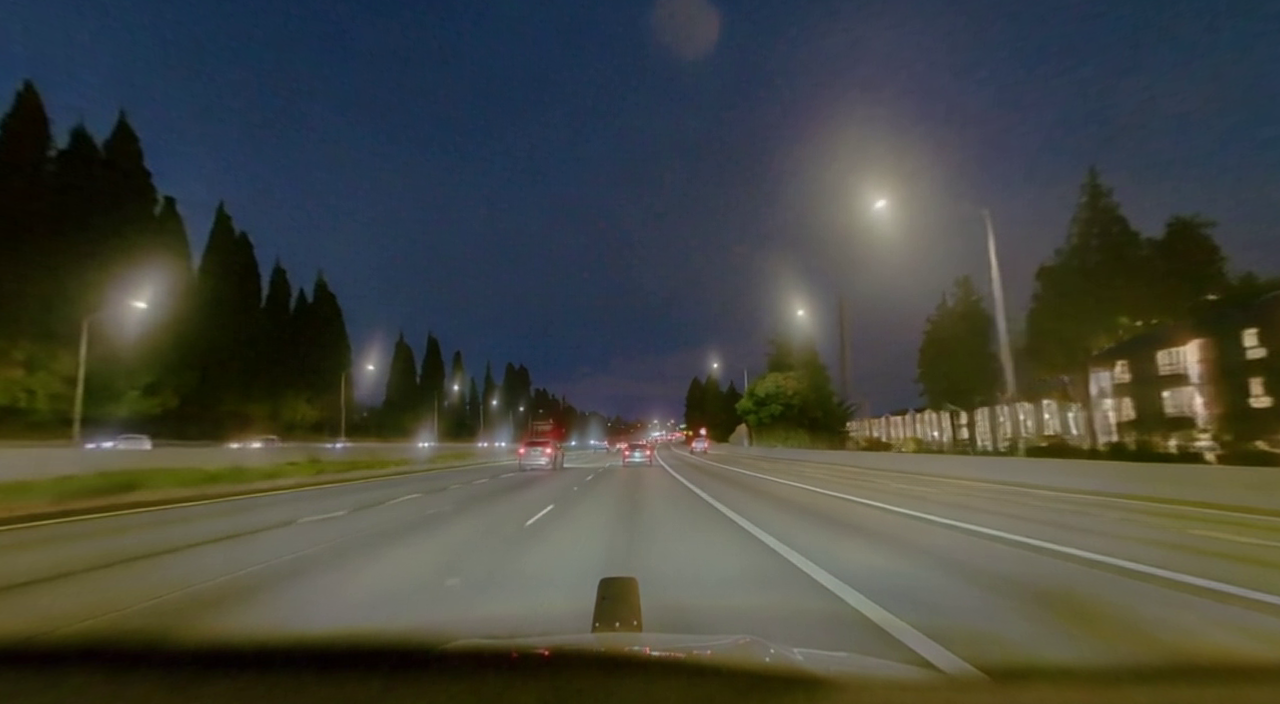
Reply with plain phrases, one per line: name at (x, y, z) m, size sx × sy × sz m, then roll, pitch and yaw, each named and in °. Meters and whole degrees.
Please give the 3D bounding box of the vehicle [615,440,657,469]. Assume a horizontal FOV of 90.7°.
vehicle at (-0.241, 5.624, 34.827) m, size 2.146 × 1.485 × 4.332 m, roll 0°, pitch -8°, yaw -1°

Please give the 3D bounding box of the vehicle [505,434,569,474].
vehicle at (-4.689, 4.710, 29.467) m, size 2.260 × 1.706 × 4.177 m, roll 0°, pitch -8°, yaw 0°
